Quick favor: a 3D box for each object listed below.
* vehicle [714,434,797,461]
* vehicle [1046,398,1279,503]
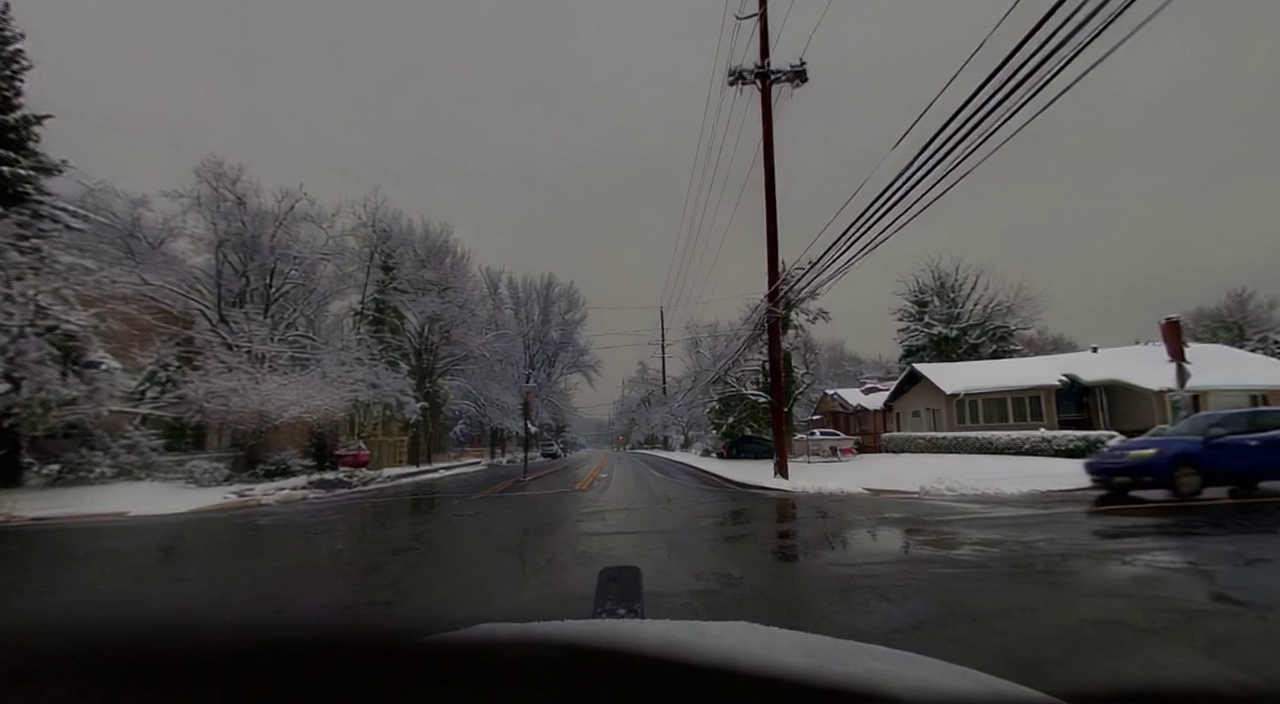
[{"bbox_3d":[7.266,6.062,40.053,4.784,1.647,1.947,0,-8,-5],"label":"vehicle"},{"bbox_3d":[11.121,1.906,12.385,4.809,1.834,2.181,0,-8,-2],"label":"vehicle"}]
